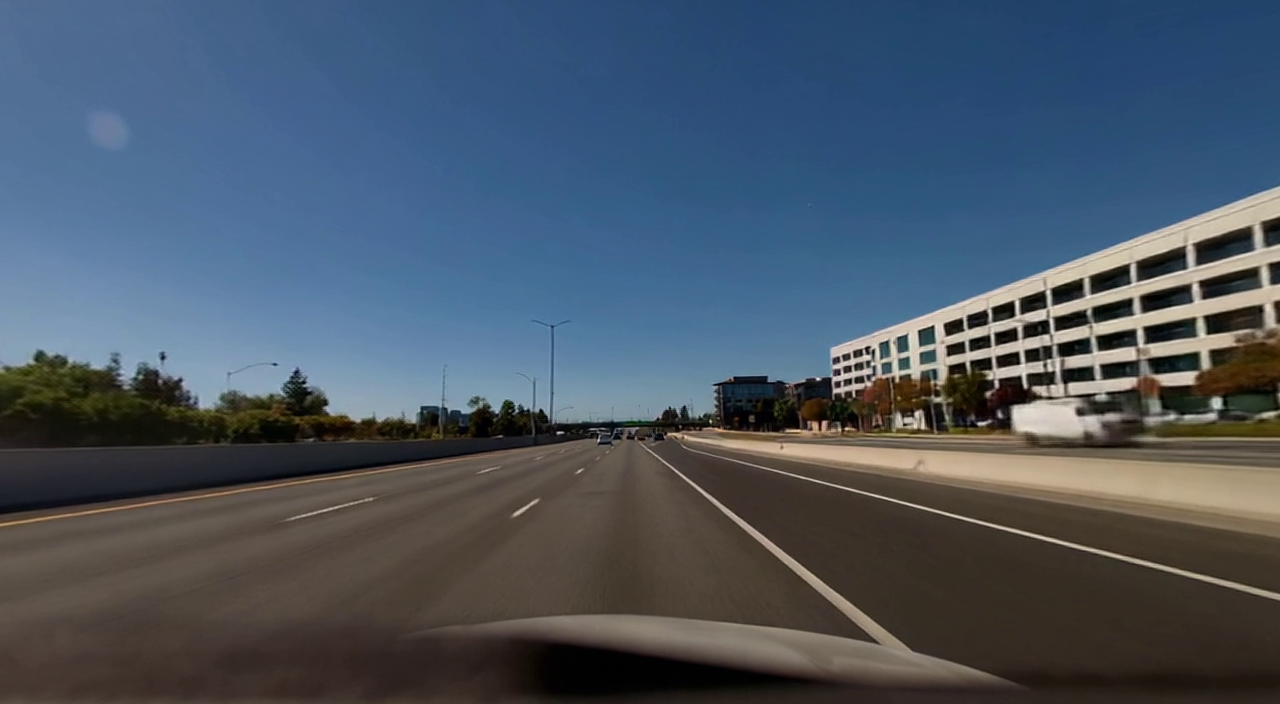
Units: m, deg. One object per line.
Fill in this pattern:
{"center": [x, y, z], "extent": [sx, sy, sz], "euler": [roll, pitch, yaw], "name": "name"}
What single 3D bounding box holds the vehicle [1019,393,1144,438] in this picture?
{"center": [19.392, 2.906, 27.926], "extent": [1.988, 1.834, 4.810], "euler": [0, -8, -1], "name": "vehicle"}
